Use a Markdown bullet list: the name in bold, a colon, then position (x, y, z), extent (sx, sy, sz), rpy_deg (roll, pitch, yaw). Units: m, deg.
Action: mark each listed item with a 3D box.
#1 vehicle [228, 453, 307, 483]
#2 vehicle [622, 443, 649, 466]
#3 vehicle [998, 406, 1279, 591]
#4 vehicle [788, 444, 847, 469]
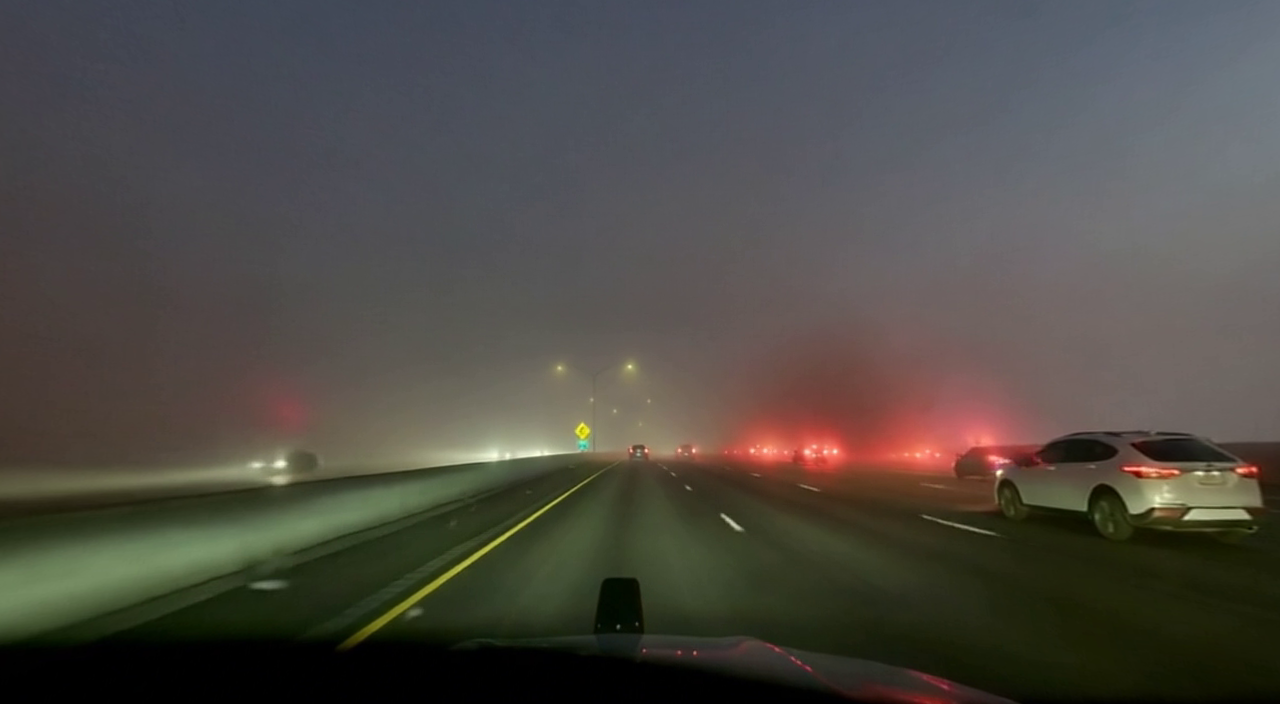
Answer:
- **vehicle**: position (-18.267, 5.697, 31.146), extent (1.643, 1.387, 3.634), rpy_deg (-1, -10, 0)
- **vehicle**: position (-0.381, 7.855, 48.664), extent (1.864, 1.566, 4.446), rpy_deg (0, -8, -3)
- **vehicle**: position (6.849, 1.654, 7.878), extent (2.027, 1.679, 4.543), rpy_deg (0, -9, -1)
- **vehicle**: position (11.184, 6.617, 40.167), extent (2.194, 1.489, 5.141), rpy_deg (0, -9, -1)
